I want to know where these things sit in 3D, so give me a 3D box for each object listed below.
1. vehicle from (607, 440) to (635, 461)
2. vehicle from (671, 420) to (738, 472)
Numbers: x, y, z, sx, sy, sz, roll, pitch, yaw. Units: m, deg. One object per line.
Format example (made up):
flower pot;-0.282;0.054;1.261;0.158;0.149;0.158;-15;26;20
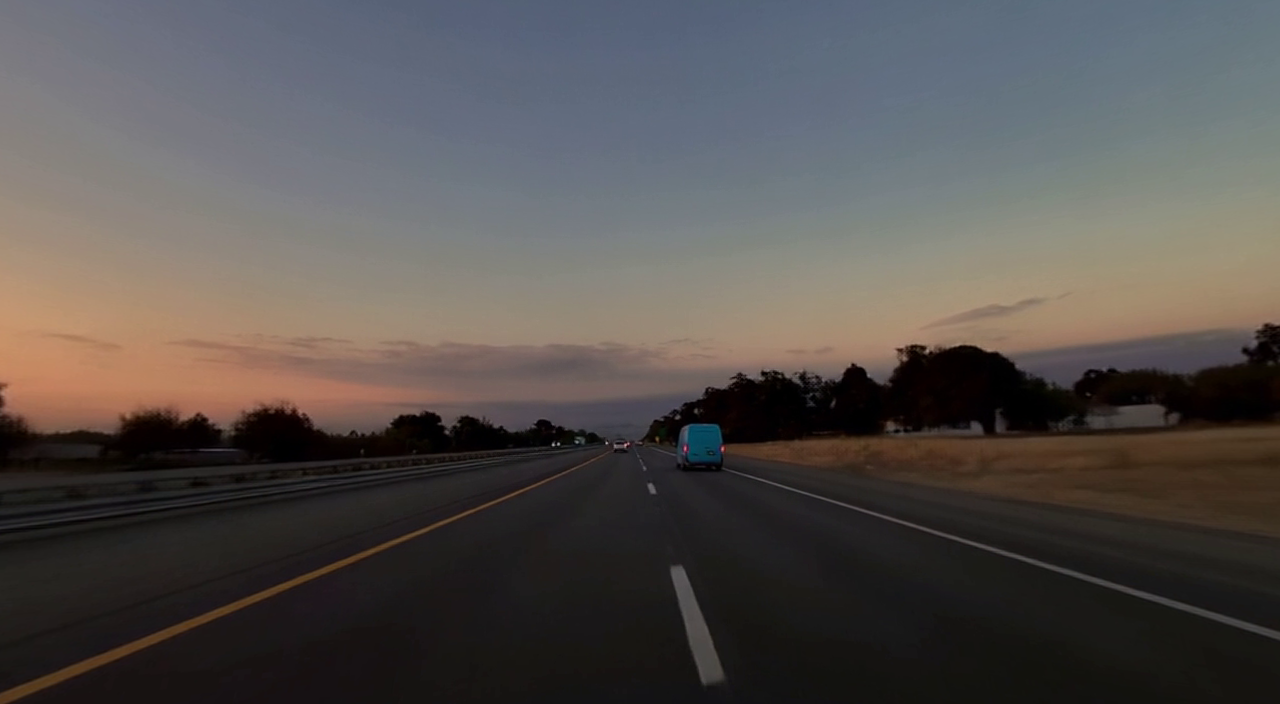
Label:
vehicle;-1.368;7.190;46.256;2.005;1.466;3.739;0;-8;-1
vehicle;2.693;4.108;27.684;2.269;2.048;4.679;0;-8;-2
